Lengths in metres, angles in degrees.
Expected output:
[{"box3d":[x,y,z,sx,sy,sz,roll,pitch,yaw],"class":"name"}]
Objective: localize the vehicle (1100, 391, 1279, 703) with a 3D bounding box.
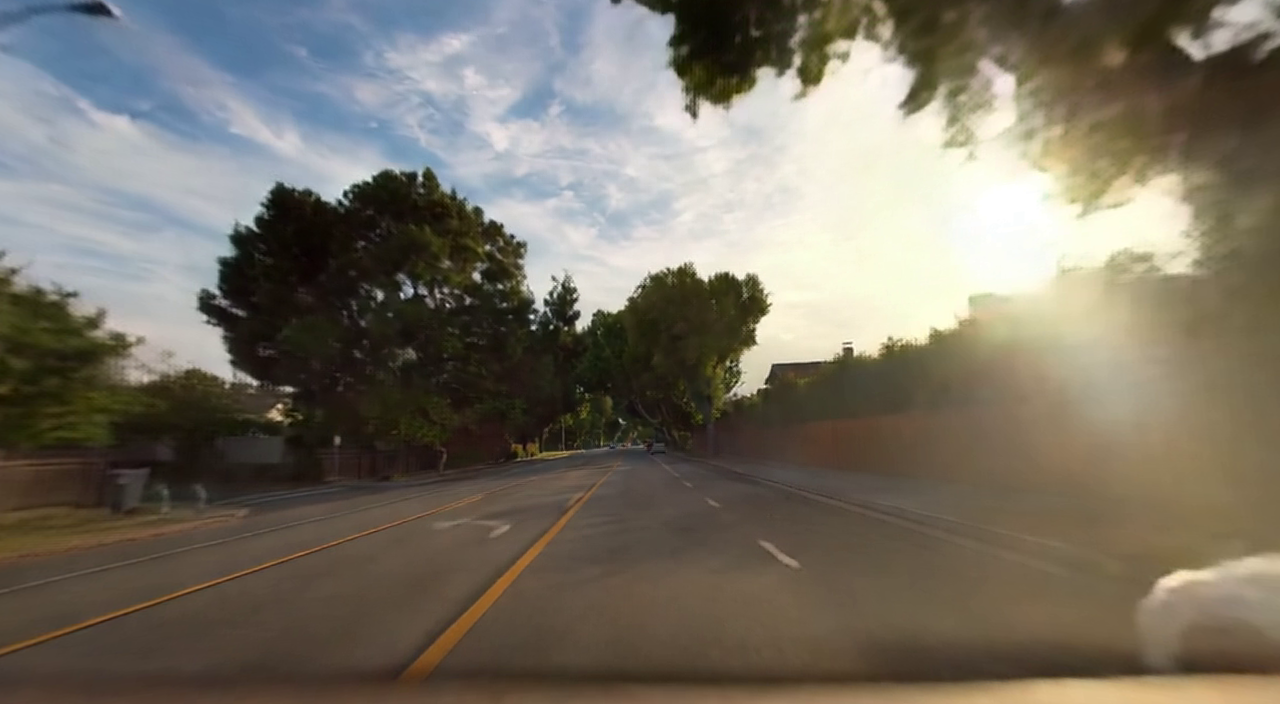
[{"box3d":[2.981,0.658,0.530,1.991,1.476,4.153,0,-8,-1],"class":"vehicle"}]
